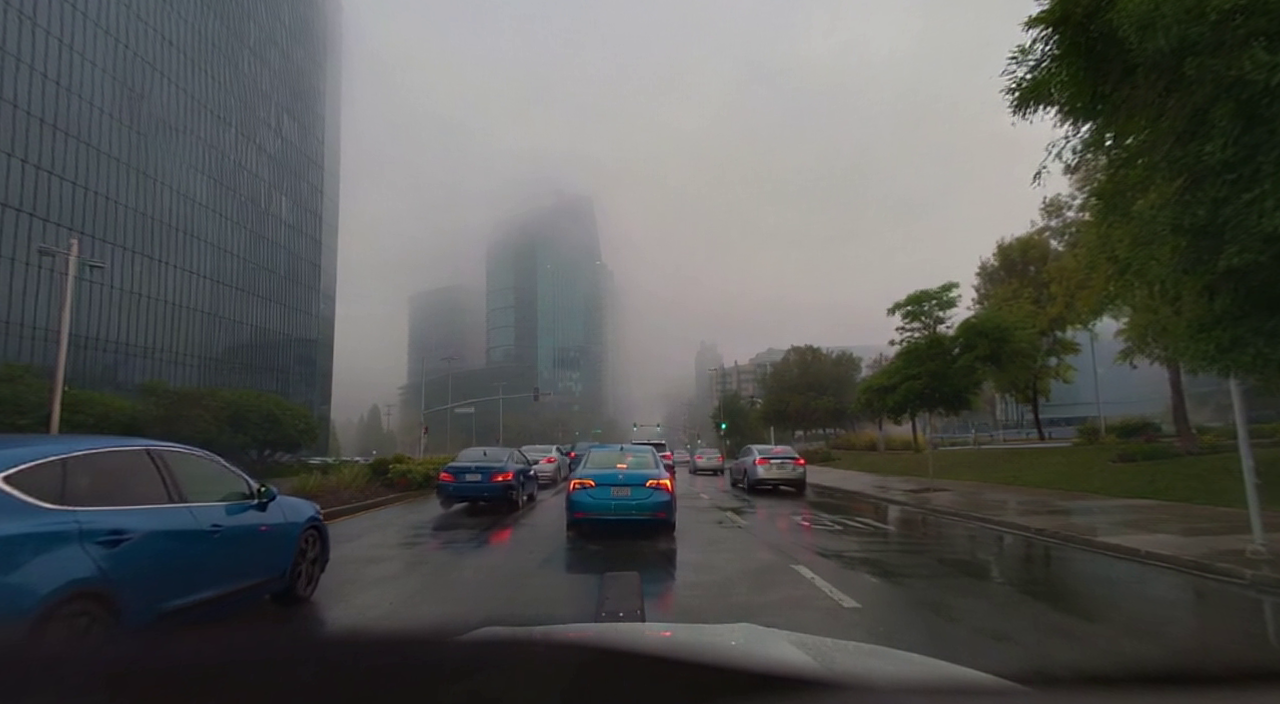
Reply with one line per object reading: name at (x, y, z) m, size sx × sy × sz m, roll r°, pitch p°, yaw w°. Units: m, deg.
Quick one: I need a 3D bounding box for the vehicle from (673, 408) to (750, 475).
vehicle at (3.901, 5.428, 37.941) m, size 3.074 × 3.316 × 12.953 m, roll 0°, pitch -9°, yaw 0°

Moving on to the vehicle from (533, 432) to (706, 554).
vehicle at (-0.216, 2.094, 10.135) m, size 2.174 × 1.509 × 4.374 m, roll 0°, pitch -9°, yaw 1°

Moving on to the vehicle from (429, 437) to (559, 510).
vehicle at (-3.353, 2.886, 15.486) m, size 2.044 × 1.508 × 4.479 m, roll 0°, pitch -9°, yaw 1°

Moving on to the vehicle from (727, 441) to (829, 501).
vehicle at (3.842, 3.390, 18.349) m, size 1.940 × 1.514 × 4.187 m, roll 0°, pitch -9°, yaw -1°

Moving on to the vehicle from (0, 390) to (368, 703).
vehicle at (-3.576, 1.133, 3.948) m, size 1.933 × 1.520 × 4.195 m, roll 0°, pitch -9°, yaw -1°
